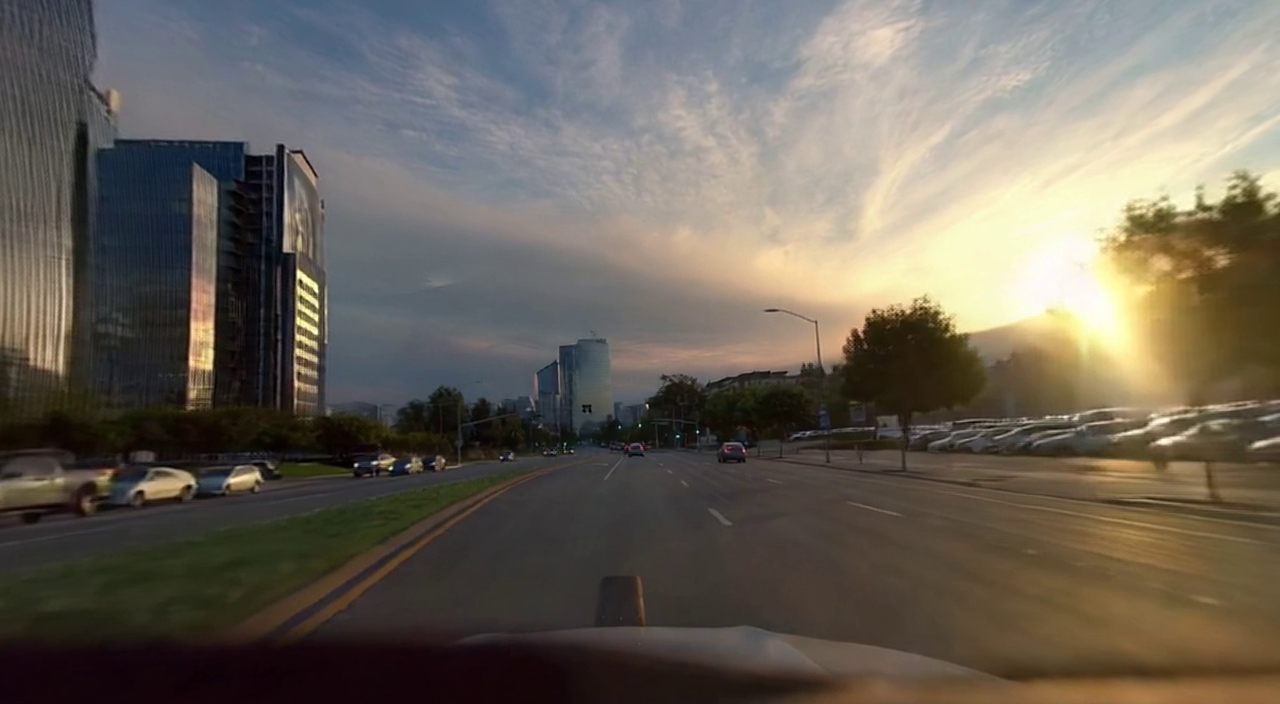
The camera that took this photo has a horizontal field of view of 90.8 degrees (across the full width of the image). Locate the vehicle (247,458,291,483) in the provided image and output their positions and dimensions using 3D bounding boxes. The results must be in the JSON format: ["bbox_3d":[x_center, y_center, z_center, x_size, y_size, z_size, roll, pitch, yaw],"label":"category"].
[{"bbox_3d":[-25.721,8.217,43.916,2.099,1.561,4.013,4,-9,-24],"label":"vehicle"}]

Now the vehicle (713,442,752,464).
[{"bbox_3d":[6.417,7.092,44.285,1.992,1.447,4.414,0,-9,-1],"label":"vehicle"}]

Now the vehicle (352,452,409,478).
[{"bbox_3d":[-18.696,8.133,45.843,2.047,1.756,4.844,0,-9,0],"label":"vehicle"}]

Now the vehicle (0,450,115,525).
[{"bbox_3d":[-19.106,3.889,18.244,2.373,2.077,6.457,0,-9,-1],"label":"vehicle"}]

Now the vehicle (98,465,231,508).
[{"bbox_3d":[-19.031,5.361,25.577,1.850,1.451,4.450,0,-9,1],"label":"vehicle"}]
